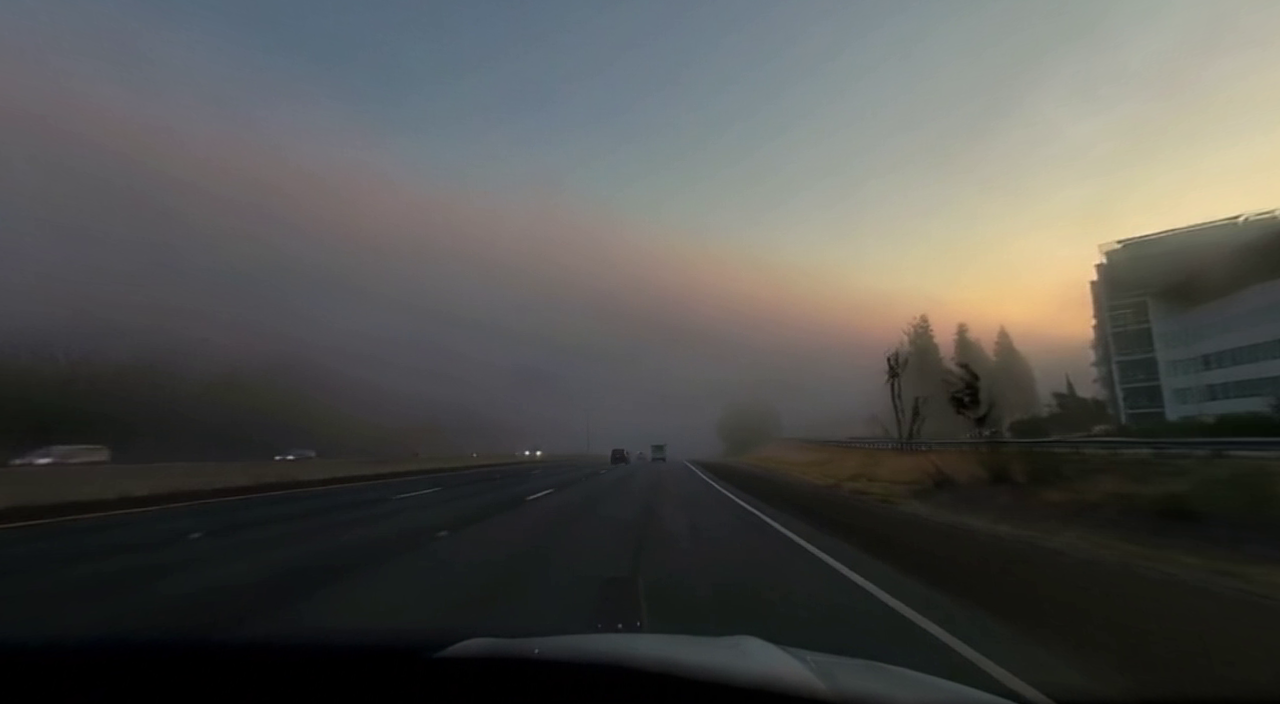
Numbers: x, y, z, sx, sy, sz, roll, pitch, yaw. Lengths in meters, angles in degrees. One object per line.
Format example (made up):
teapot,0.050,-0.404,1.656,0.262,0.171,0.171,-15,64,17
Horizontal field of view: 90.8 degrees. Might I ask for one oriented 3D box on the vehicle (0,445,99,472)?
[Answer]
vehicle,-34.997,6.258,37.326,1.827,1.461,4.484,-1,-8,6
